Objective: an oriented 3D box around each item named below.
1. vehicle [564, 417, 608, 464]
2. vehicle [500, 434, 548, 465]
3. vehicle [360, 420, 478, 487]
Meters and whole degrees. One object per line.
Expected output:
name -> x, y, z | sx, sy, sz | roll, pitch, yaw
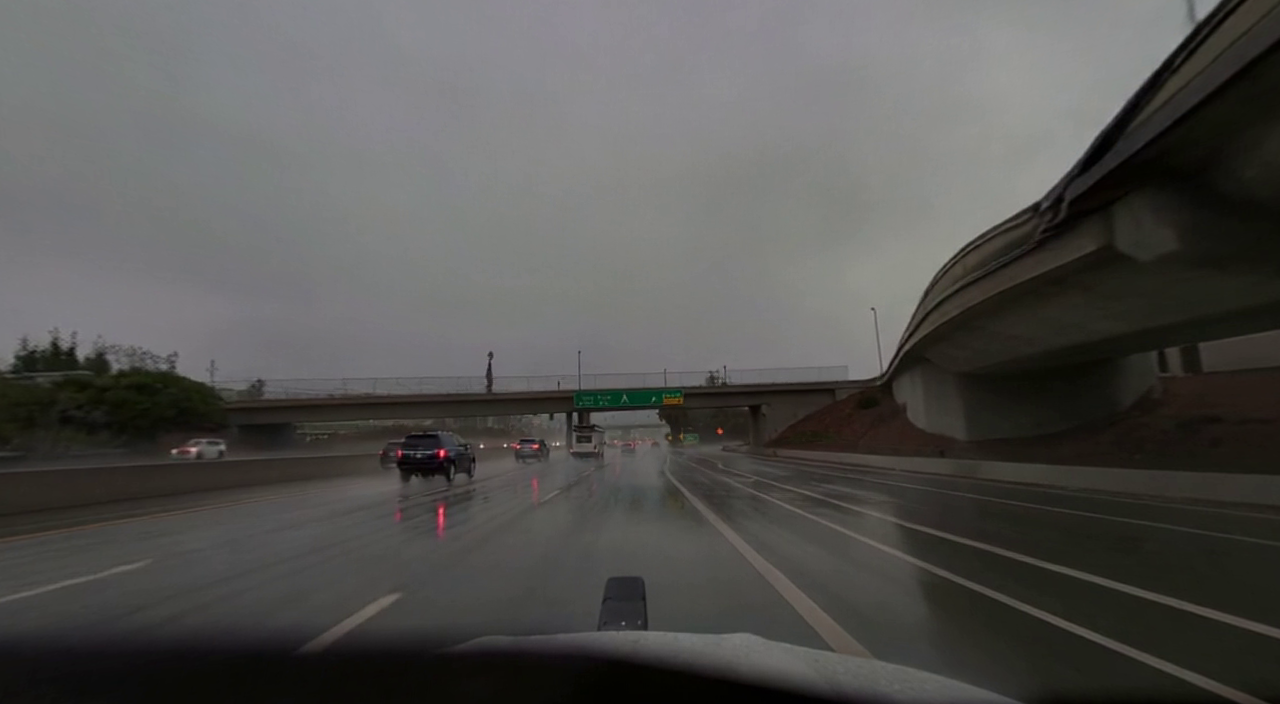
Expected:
vehicle -> -3.406, 5.800, 41.063 | 2.301, 2.843, 6.458 | 0, -8, 0
vehicle -> -7.088, 6.008, 38.862 | 2.109, 1.784, 4.709 | 0, -8, 0
vehicle -> -7.137, 3.335, 20.910 | 2.179, 1.948, 4.618 | 0, -8, 1
